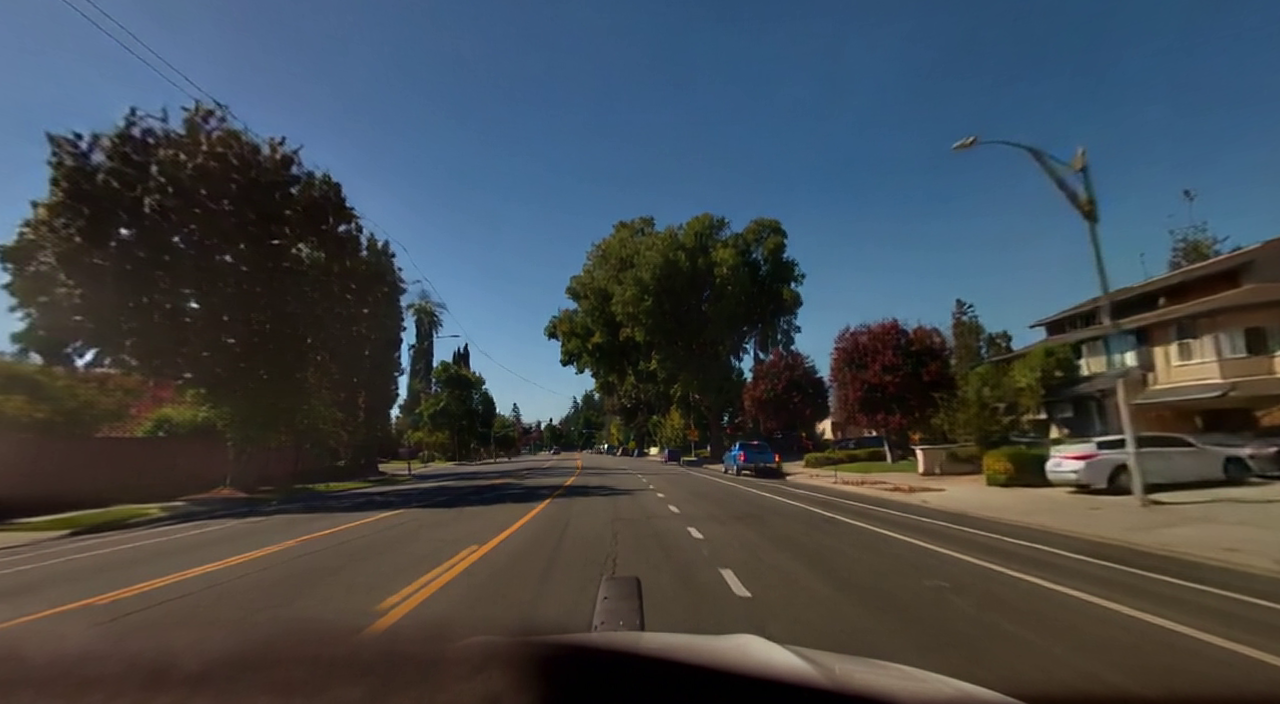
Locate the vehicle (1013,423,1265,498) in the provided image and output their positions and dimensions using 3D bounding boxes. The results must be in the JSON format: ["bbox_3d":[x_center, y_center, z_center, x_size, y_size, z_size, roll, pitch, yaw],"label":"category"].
[{"bbox_3d":[11.427,2.506,14.737,4.220,1.603,1.884,0,-9,0],"label":"vehicle"}]

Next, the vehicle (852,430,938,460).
[{"bbox_3d":[16.342,5.984,40.669,4.623,1.741,1.924,-2,-8,-3],"label":"vehicle"}]

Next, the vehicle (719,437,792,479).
[{"bbox_3d":[5.608,5.205,31.419,2.285,1.868,5.575,0,-9,-3],"label":"vehicle"}]
